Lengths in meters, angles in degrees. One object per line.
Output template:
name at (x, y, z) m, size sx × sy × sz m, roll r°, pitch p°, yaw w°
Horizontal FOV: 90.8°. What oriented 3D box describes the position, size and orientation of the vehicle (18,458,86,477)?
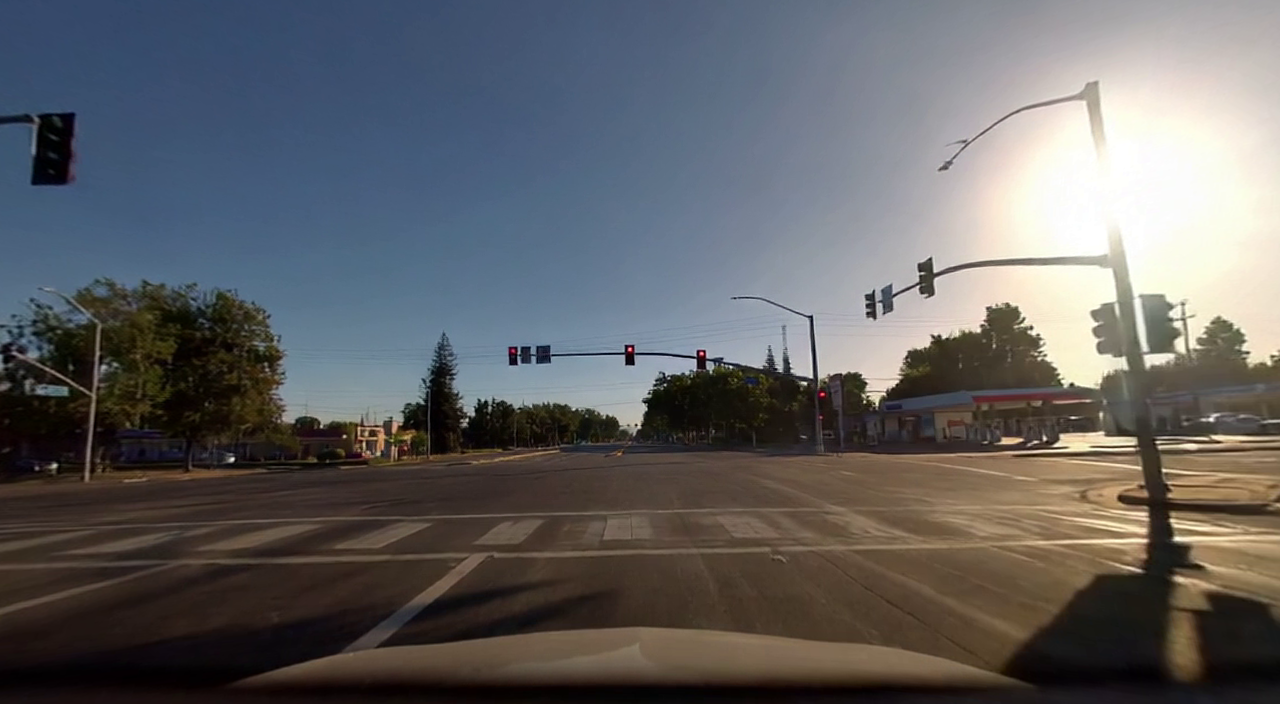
vehicle at (-46.224, 9.052, 49.707) m, size 1.594 × 1.368 × 3.616 m, roll -7°, pitch -11°, yaw 37°
